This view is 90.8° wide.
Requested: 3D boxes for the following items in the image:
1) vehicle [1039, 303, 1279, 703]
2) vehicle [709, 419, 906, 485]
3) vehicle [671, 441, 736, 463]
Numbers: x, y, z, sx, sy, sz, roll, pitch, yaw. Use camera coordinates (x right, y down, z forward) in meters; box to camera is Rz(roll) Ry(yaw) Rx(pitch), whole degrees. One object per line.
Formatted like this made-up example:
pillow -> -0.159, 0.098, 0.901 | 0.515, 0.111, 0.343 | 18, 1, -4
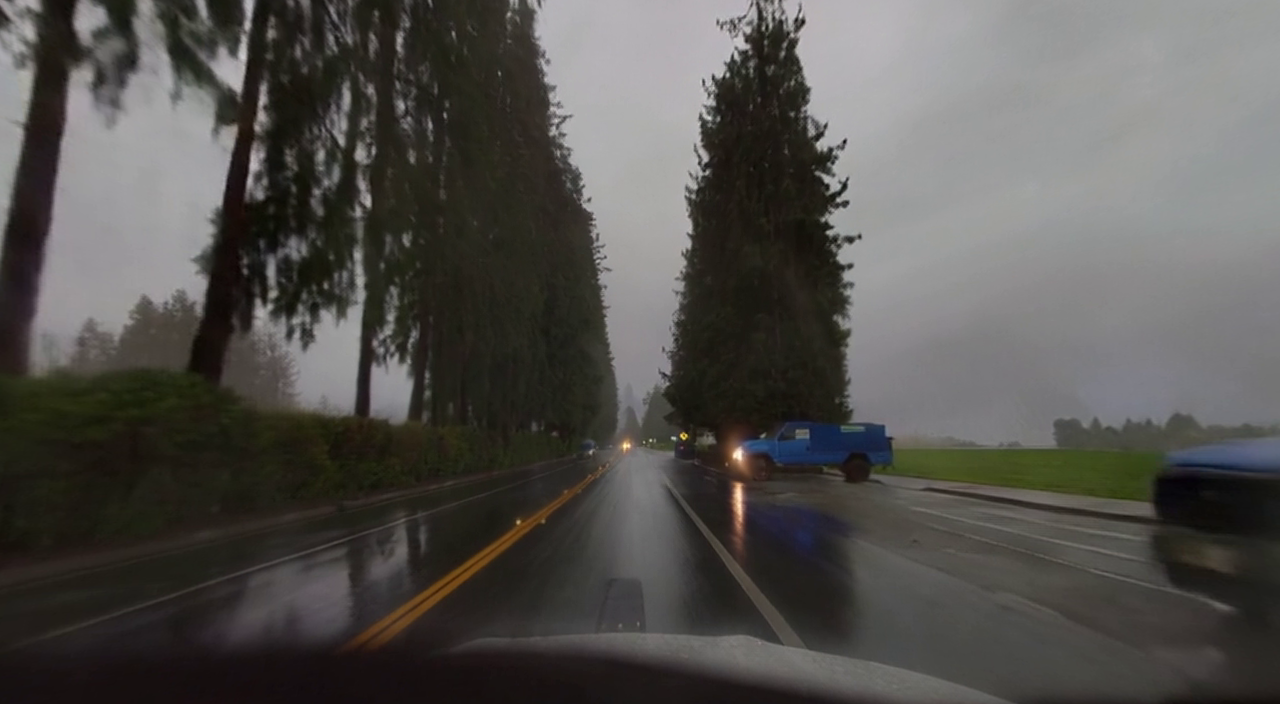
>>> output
vehicle -> 6.000, 0.866, 3.533 | 5.797, 2.070, 2.502 | 0, -8, -1
vehicle -> 6.164, 3.766, 24.027 | 6.645, 2.298, 2.763 | 0, -8, -3
vehicle -> 4.975, 7.874, 49.734 | 4.791, 1.706, 1.963 | 1, -8, -5
